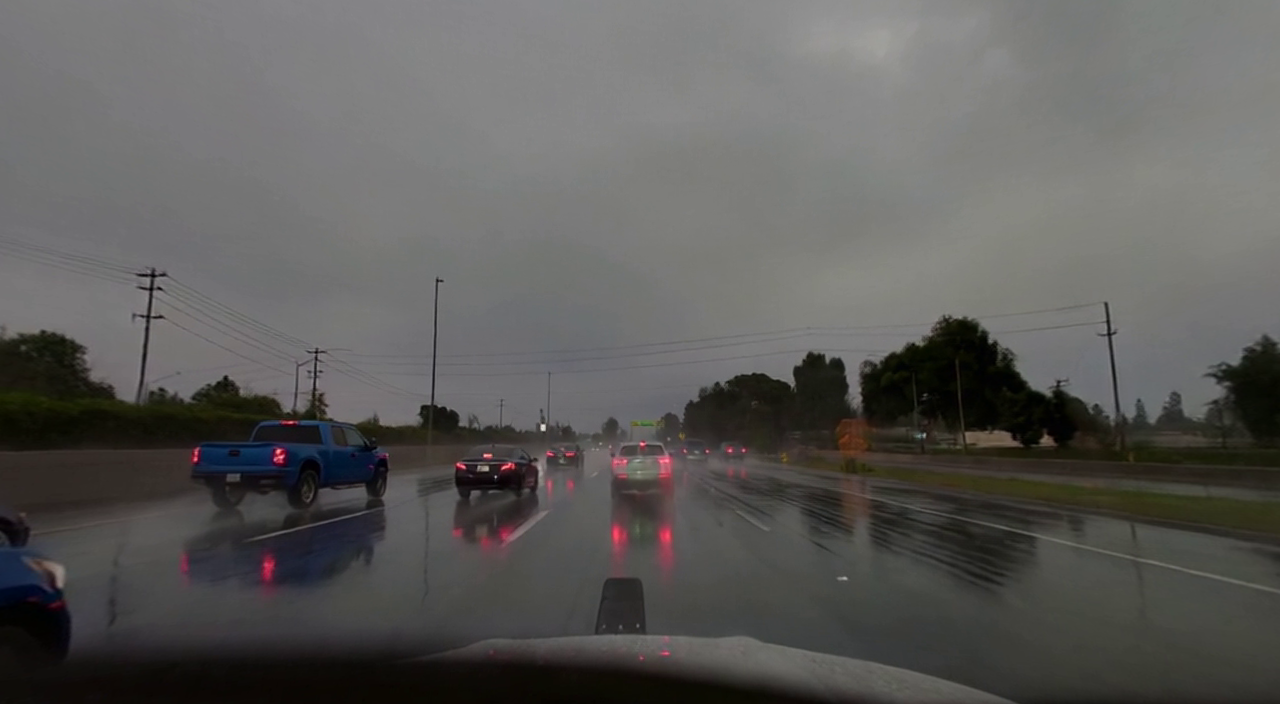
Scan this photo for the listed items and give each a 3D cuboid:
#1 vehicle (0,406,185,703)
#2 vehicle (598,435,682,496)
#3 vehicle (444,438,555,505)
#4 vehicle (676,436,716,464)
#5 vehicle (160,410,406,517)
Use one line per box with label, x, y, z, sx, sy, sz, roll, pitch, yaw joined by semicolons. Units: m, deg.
vehicle;-3.611;0.775;1.214;1.955;1.481;4.604;-1;-8;1
vehicle;-0.019;3.178;18.105;2.102;1.499;4.439;0;-8;-1
vehicle;-3.386;2.944;16.051;1.899;1.437;4.131;0;-8;0
vehicle;3.775;6.703;43.273;2.113;1.800;5.376;0;-8;-1
vehicle;-7.530;2.435;14.325;2.194;1.922;5.637;0;-8;1
